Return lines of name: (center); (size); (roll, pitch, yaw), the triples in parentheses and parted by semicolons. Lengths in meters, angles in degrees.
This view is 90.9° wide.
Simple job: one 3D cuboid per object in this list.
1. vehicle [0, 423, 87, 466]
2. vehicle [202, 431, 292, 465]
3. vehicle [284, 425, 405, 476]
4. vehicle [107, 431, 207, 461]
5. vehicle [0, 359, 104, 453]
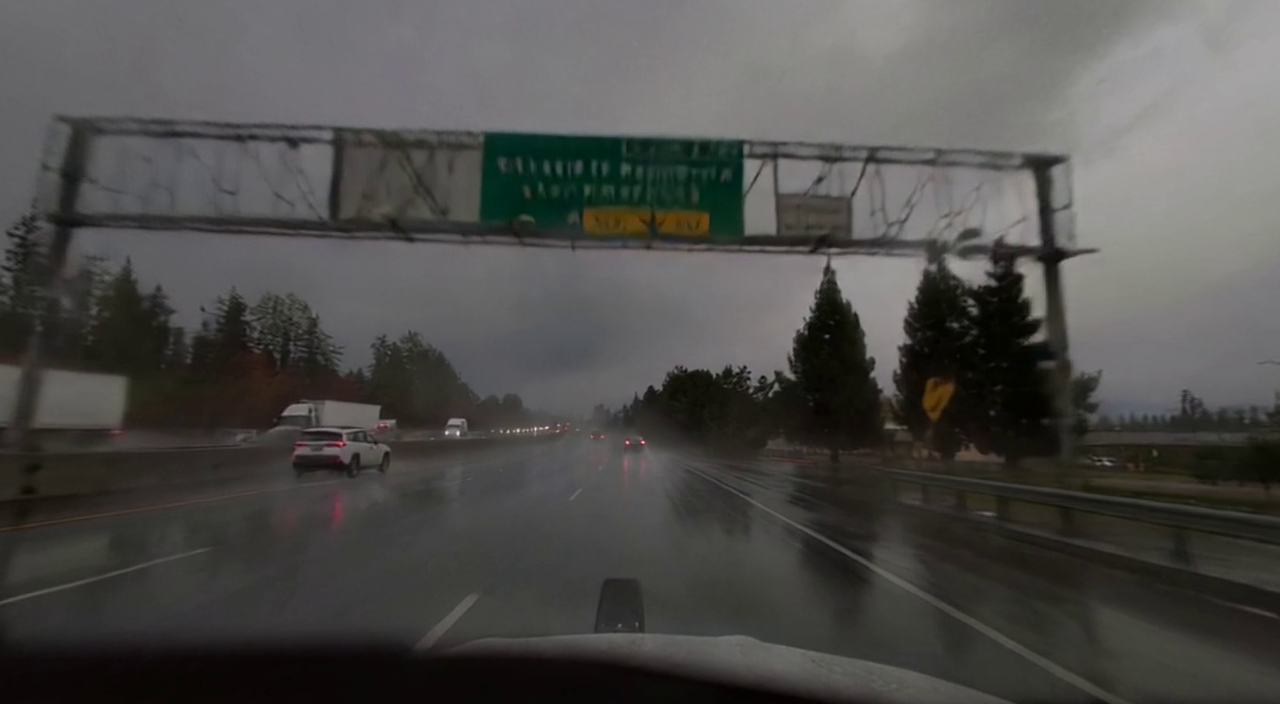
vehicle: (-25.030, 3.712, 25.506); (1.822, 1.593, 3.922); (0, -8, -2)
vehicle: (-17.860, 4.353, 28.844); (1.833, 1.439, 3.471); (0, -8, 0)
vehicle: (-10.730, 3.602, 23.418); (2.197, 1.654, 4.823); (0, -8, -1)
vehicle: (-25.310, 4.924, 33.277); (1.913, 1.419, 4.406); (0, -8, -3)
vehicle: (-29.372, 2.290, 27.060); (2.780, 4.092, 11.598); (0, -7, -1)
